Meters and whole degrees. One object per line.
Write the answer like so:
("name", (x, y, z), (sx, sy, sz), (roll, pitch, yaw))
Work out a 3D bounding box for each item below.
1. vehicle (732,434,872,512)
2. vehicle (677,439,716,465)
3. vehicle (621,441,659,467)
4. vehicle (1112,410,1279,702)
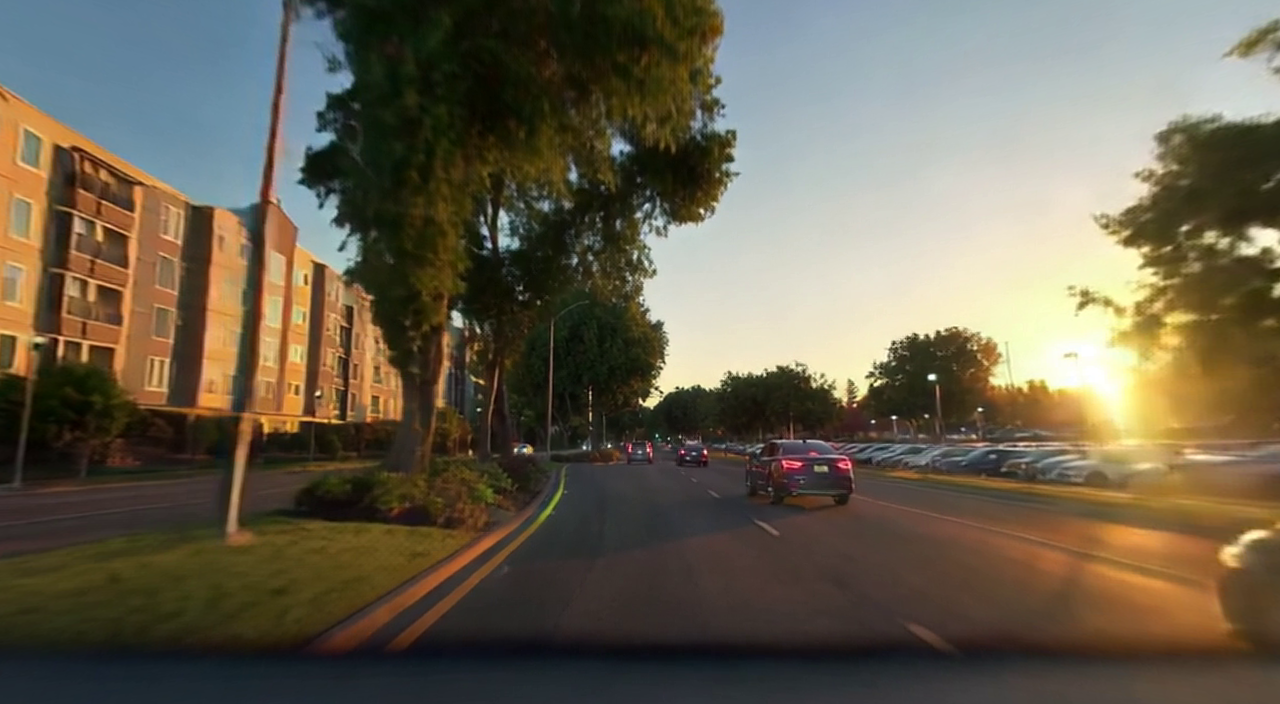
("vehicle", (3.519, 2.716, 14.750), (1.953, 1.514, 4.672), (0, -8, -1))
("vehicle", (3.669, 6.614, 41.811), (2.041, 1.611, 4.426), (0, -9, -1))
("vehicle", (-0.054, 5.962, 37.030), (2.095, 1.456, 3.873), (0, -8, -1))
("vehicle", (4.472, 0.877, 2.047), (2.098, 1.507, 4.655), (0, -8, -3))
